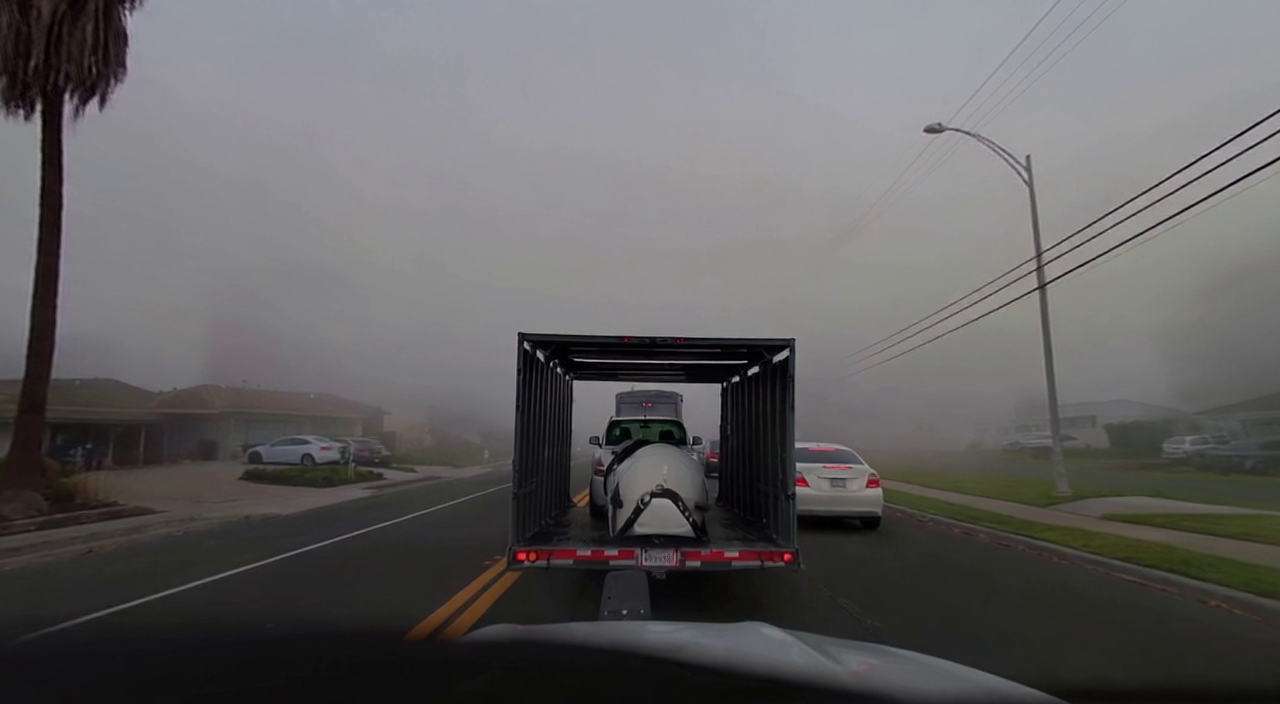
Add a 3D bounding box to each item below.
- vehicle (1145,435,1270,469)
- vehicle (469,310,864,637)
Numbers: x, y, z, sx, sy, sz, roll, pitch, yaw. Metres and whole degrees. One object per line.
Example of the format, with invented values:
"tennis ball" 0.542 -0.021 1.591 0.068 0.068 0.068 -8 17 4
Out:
"vehicle" 28.575 5.043 31.802 4.193 1.633 1.928 -4 -9 26
"vehicle" 0.166 1.304 7.720 2.728 2.305 6.506 0 -8 0
